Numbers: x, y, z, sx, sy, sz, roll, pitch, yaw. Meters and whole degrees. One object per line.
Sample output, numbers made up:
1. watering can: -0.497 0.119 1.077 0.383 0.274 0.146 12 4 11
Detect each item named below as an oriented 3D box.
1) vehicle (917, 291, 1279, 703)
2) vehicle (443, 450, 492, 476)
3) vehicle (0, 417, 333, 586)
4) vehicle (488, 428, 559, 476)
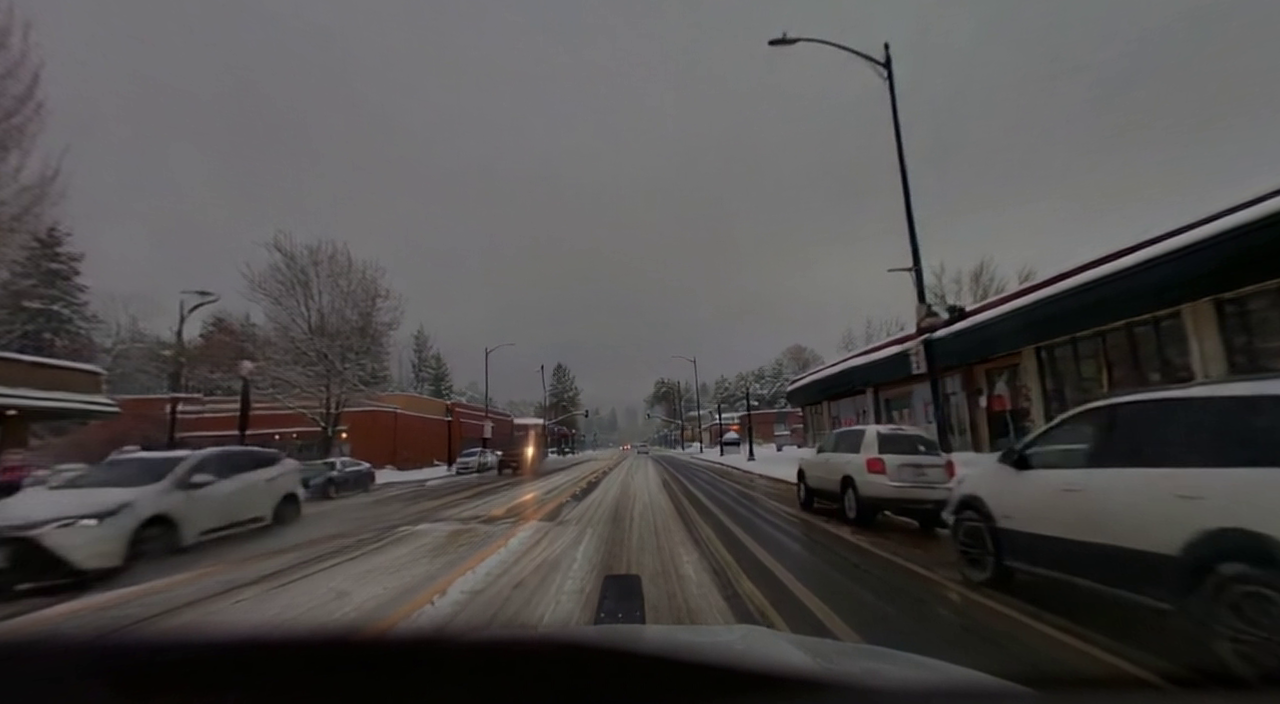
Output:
1. vehicle: 3.861 0.928 4.141 1.976 2.001 4.430 0 -9 -1
2. vehicle: -10.773 6.965 39.739 1.784 1.502 4.344 0 -9 1
3. vehicle: -6.705 2.001 9.323 2.044 1.839 4.512 0 -9 0
4. vehicle: -5.526 4.864 30.812 2.267 2.070 5.719 0 -9 1
